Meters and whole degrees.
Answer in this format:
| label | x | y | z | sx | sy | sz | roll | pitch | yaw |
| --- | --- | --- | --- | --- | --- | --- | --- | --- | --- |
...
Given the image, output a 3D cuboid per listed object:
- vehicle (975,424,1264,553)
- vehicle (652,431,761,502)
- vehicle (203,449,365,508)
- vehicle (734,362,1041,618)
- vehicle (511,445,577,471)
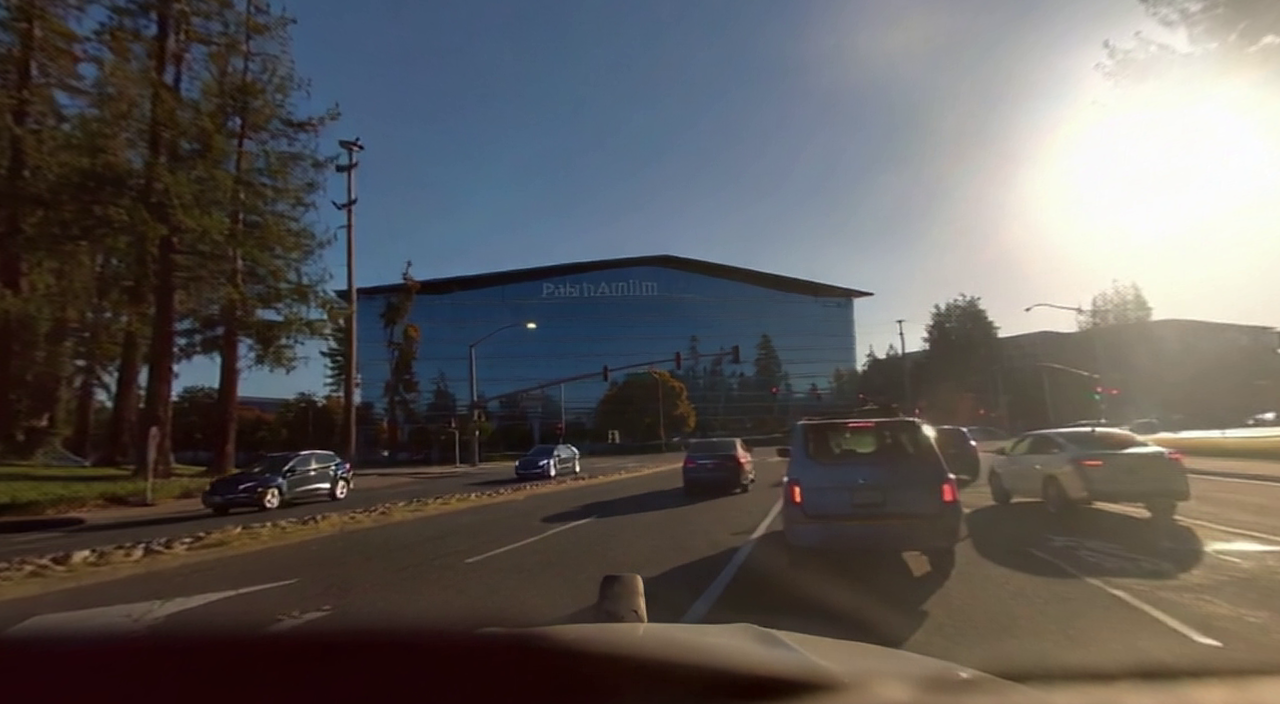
| label | x | y | z | sx | sy | sz | roll | pitch | yaw |
| --- | --- | --- | --- | --- | --- | --- | --- | --- | --- |
| vehicle | 6.658 | 1.887 | 9.420 | 1.862 | 1.451 | 4.083 | -2 | -9 | 14 |
| vehicle | 1.810 | 2.791 | 15.800 | 2.010 | 1.515 | 4.152 | -3 | -9 | 15 |
| vehicle | -11.699 | 4.137 | 21.129 | 2.018 | 1.715 | 4.451 | -3 | -9 | 17 |
| vehicle | 2.479 | 1.373 | 7.167 | 2.188 | 1.892 | 4.488 | -3 | -9 | 15 |
| vehicle | -5.984 | 6.668 | 39.911 | 2.005 | 1.489 | 4.650 | -4 | -9 | 21 |
